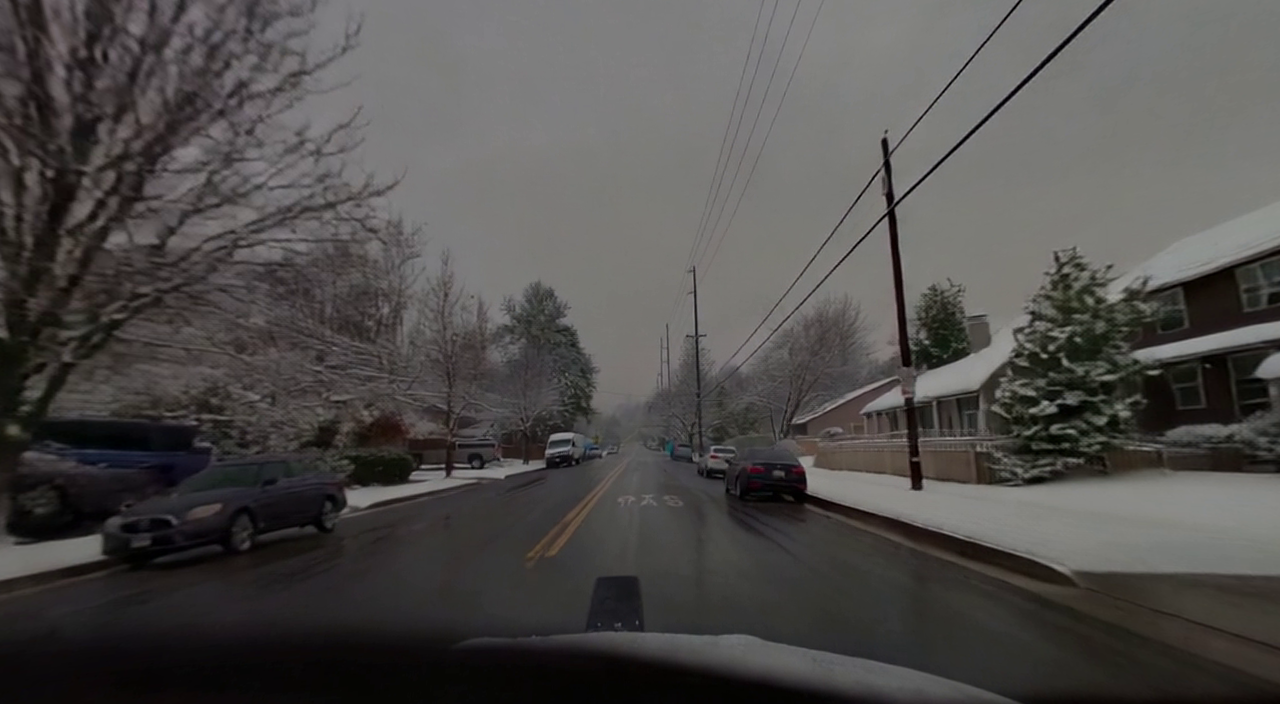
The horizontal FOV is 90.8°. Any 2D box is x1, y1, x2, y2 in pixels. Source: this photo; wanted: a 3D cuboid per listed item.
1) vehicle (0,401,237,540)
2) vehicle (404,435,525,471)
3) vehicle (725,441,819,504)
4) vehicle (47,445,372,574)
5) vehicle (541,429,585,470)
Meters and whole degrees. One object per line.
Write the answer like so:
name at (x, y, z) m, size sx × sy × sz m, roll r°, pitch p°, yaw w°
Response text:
vehicle at (-11.228, 2.116, 11.591) m, size 2.416 × 2.211 × 6.384 m, roll -2°, pitch -9°, yaw 14°
vehicle at (-10.551, 6.121, 38.335) m, size 6.540 × 2.079 × 2.565 m, roll 0°, pitch -9°, yaw 1°
vehicle at (3.473, 3.236, 17.419) m, size 1.903 × 1.500 × 4.057 m, roll 0°, pitch -9°, yaw 3°
vehicle at (-6.595, 2.395, 10.558) m, size 2.062 × 1.500 × 4.629 m, roll -3°, pitch -8°, yaw 3°
vehicle at (-5.864, 7.488, 48.674) m, size 2.313 × 2.875 × 6.057 m, roll -3°, pitch -9°, yaw 2°
